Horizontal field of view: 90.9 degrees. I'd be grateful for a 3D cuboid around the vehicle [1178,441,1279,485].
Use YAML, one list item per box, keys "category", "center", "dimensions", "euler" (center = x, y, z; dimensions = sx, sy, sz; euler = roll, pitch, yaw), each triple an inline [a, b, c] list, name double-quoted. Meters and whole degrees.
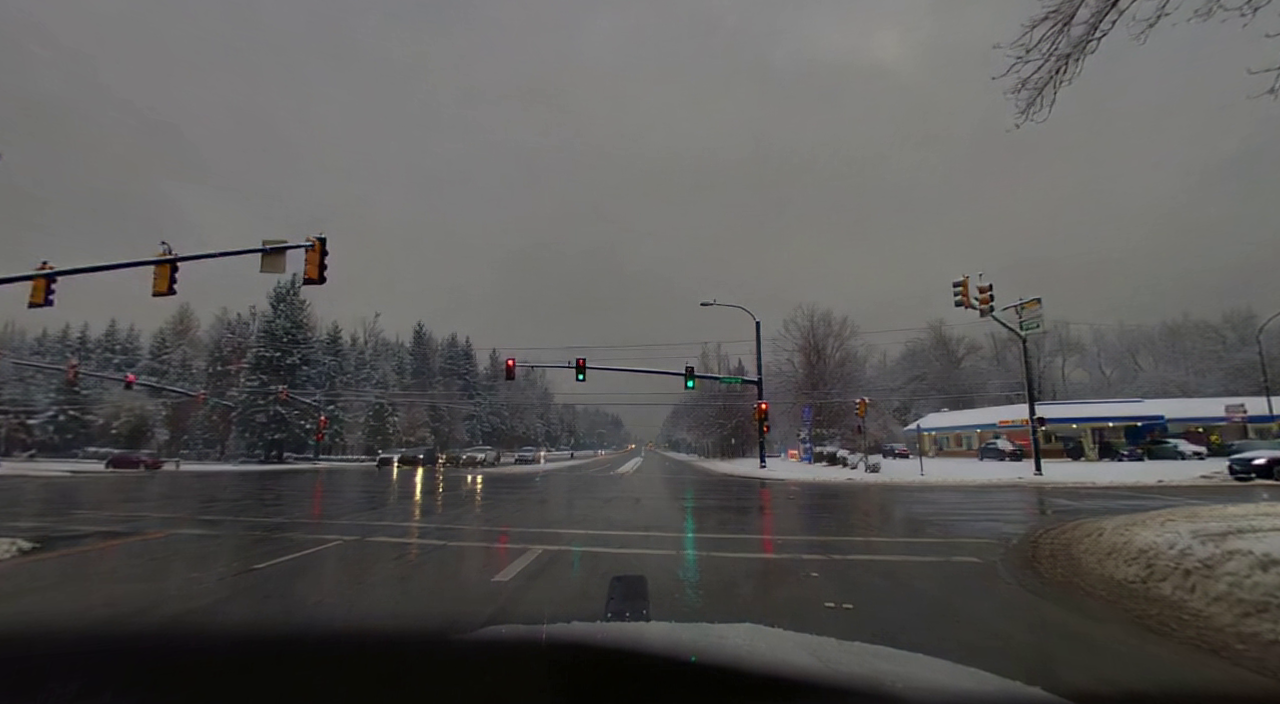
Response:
- category: "vehicle"
  center: [22.094, 3.808, 21.805]
  dimensions: [4.716, 1.455, 2.060]
  euler: [-3, -9, 17]
